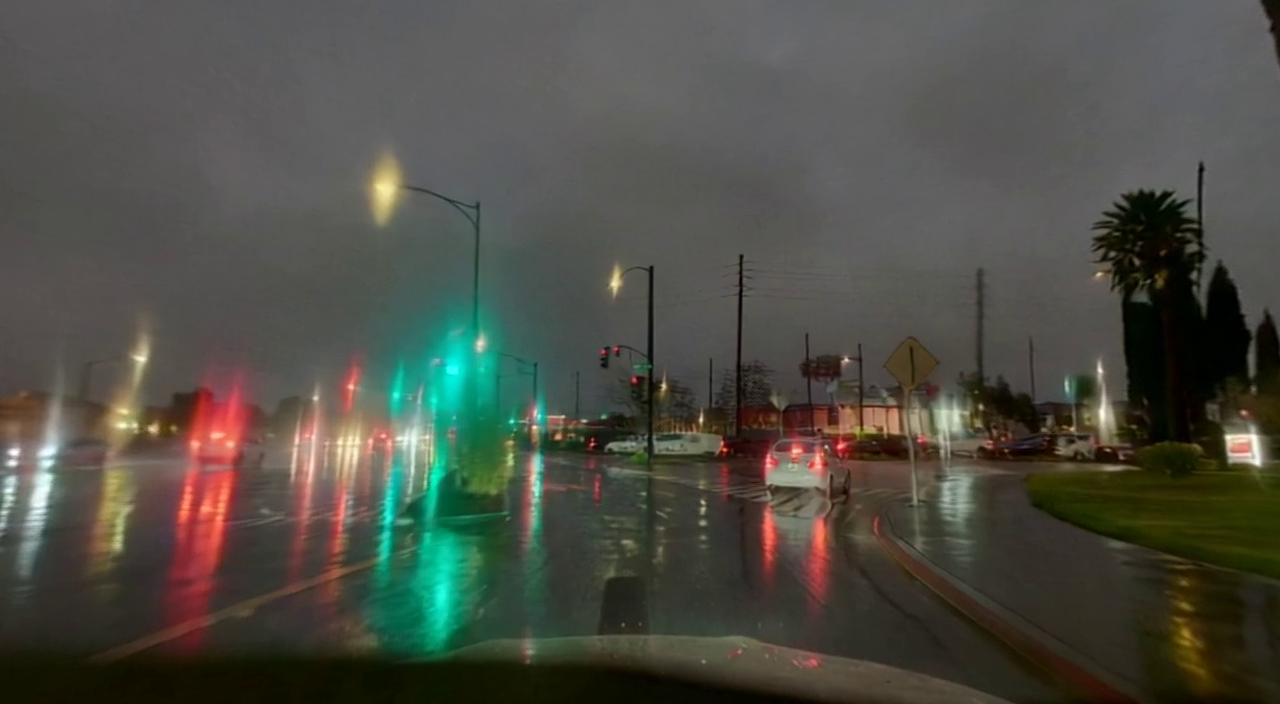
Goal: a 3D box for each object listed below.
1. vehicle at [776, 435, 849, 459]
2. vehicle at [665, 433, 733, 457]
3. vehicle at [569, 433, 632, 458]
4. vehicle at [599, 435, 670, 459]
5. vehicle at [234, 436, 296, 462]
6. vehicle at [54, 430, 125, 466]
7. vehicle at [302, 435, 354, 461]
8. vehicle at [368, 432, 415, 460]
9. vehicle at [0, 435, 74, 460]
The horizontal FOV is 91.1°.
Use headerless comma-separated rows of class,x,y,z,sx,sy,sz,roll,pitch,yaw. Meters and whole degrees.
vehicle,13.567,7.497,49.446,5.112,1.593,1.865,-1,-9,-12
vehicle,4.451,7.037,47.591,4.713,1.664,1.909,1,-10,-12
vehicle,-2.925,6.958,46.396,4.333,1.626,1.888,4,-11,-11
vehicle,-0.405,6.589,43.607,4.648,1.501,1.862,3,-9,-11
vehicle,-22.923,5.964,38.561,1.900,1.462,4.225,2,-9,-12
vehicle,-28.645,5.005,32.806,2.156,1.742,4.264,6,-10,-34
vehicle,-20.176,6.210,40.722,1.977,1.584,3.983,2,-9,-12
vehicle,-16.680,6.320,42.326,2.114,1.784,4.450,2,-9,-11
vehicle,-43.234,6.799,44.893,4.371,1.712,1.992,-3,-9,19
